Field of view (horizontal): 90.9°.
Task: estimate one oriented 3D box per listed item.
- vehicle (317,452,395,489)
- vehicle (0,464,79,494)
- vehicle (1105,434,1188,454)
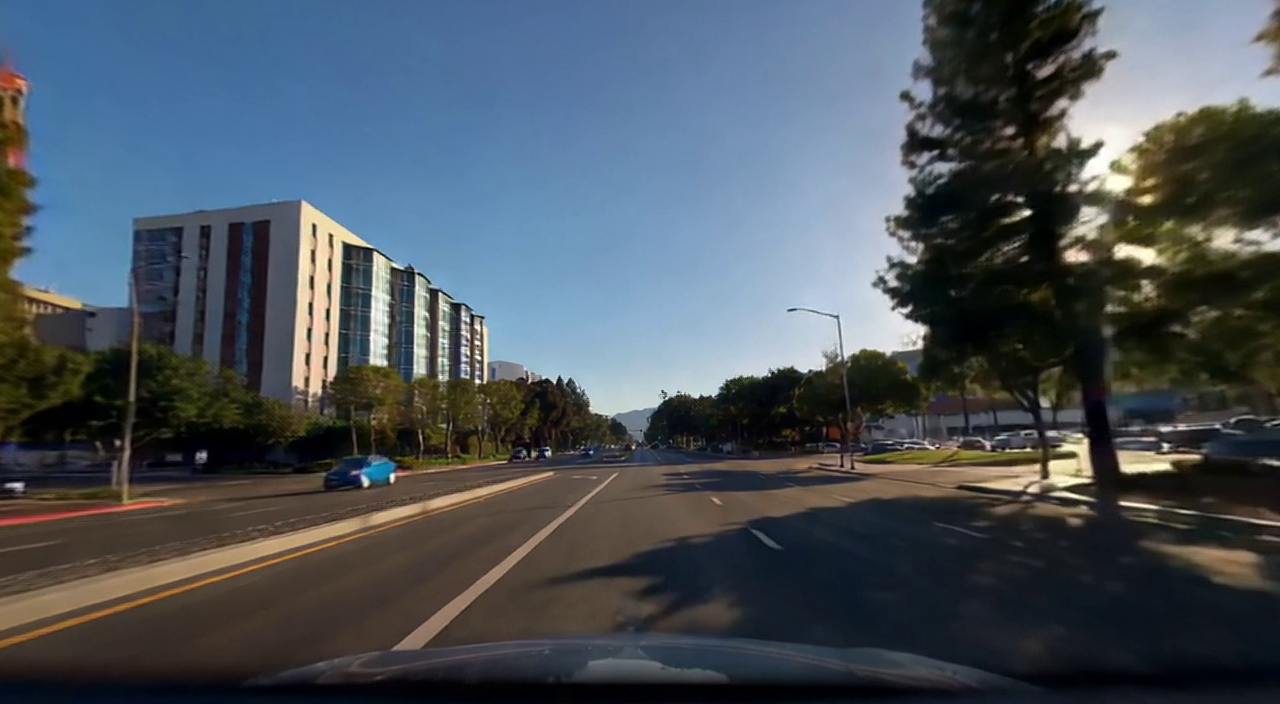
[{"bbox_3d":[-14.831,6.172,33.224,1.983,1.725,4.359,0,-8,1],"label":"vehicle"},{"bbox_3d":[-41.002,8.399,41.702,5.288,1.786,2.076,2,-9,-15],"label":"vehicle"},{"bbox_3d":[39.390,7.185,49.122,1.790,1.416,4.627,5,-10,-32],"label":"vehicle"}]
